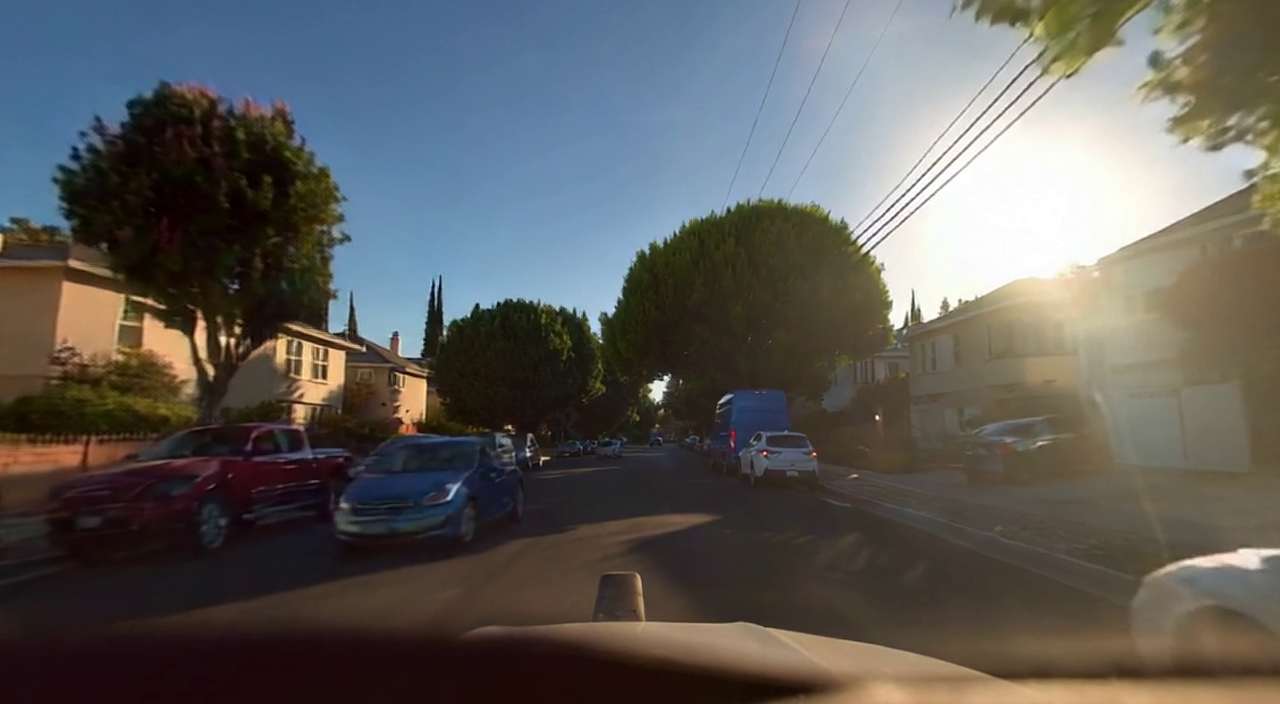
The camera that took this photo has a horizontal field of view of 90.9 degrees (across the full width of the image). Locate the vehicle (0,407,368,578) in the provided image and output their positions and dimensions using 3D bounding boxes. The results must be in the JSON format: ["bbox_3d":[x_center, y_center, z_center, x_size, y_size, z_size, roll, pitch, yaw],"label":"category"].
[{"bbox_3d":[-5.841,1.731,8.881,1.872,1.670,4.428,-4,-7,3],"label":"vehicle"}]

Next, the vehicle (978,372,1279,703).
[{"bbox_3d":[2.850,0.719,1.117,2.052,1.499,4.699,0,-8,2],"label":"vehicle"}]

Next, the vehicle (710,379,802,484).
[{"bbox_3d":[3.779,2.761,21.891,2.317,3.096,6.383,-1,-8,3],"label":"vehicle"}]

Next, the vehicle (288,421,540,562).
[{"bbox_3d":[-2.765,1.764,8.786,1.889,1.505,3.849,-1,-8,4],"label":"vehicle"}]

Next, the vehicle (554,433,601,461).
[{"bbox_3d":[-3.632,5.618,37.481,1.941,1.515,3.995,-1,-8,7],"label":"vehicle"}]

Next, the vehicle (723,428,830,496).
[{"bbox_3d":[3.346,2.754,16.345,1.955,1.500,4.410,0,-8,2],"label":"vehicle"}]
